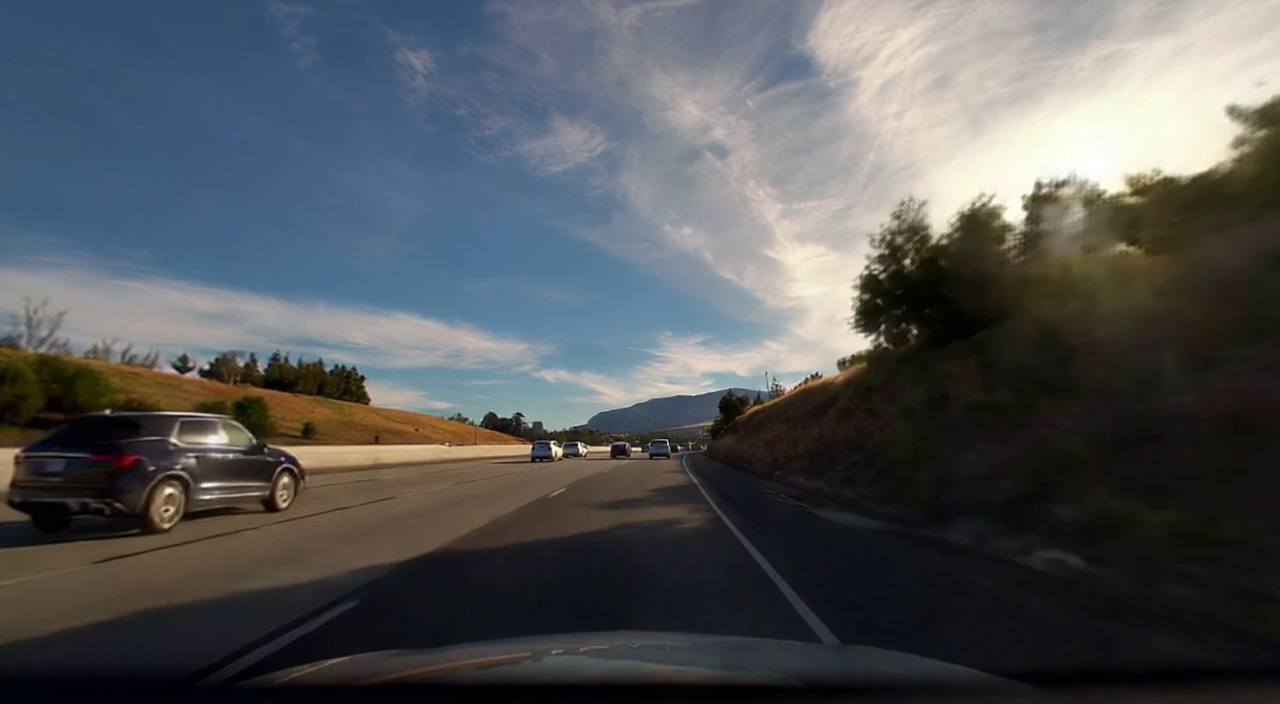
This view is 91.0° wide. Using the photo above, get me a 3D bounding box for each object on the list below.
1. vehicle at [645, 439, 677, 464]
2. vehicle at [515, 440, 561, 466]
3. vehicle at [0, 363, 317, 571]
[{"bbox_3d":[1.576,7.109,45.115,2.141,1.706,4.065,0,-8,4],"label":"vehicle"},{"bbox_3d":[-6.449,6.419,40.301,1.986,1.534,4.255,0,-8,4],"label":"vehicle"},{"bbox_3d":[-7.241,1.488,8.701,2.438,1.967,5.596,0,-8,2],"label":"vehicle"}]
